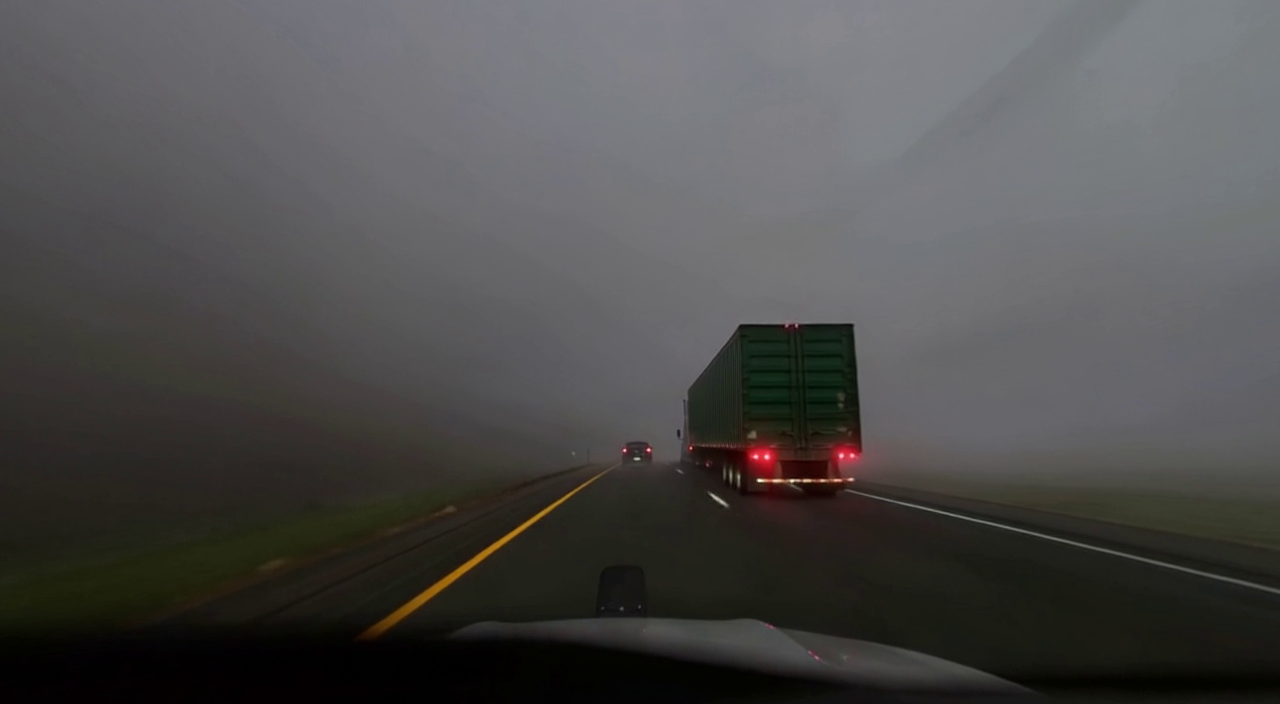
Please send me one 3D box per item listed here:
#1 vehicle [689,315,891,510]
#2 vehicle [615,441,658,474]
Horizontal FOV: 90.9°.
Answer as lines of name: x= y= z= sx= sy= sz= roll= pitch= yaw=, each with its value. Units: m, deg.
vehicle: x=3.763 y=2.419 z=21.379 sx=2.929 sy=4.158 sz=15.921 roll=0 pitch=-8 yaw=0
vehicle: x=-0.157 y=5.179 z=31.161 sx=1.968 sy=1.515 sz=4.025 roll=0 pitch=-8 yaw=0
